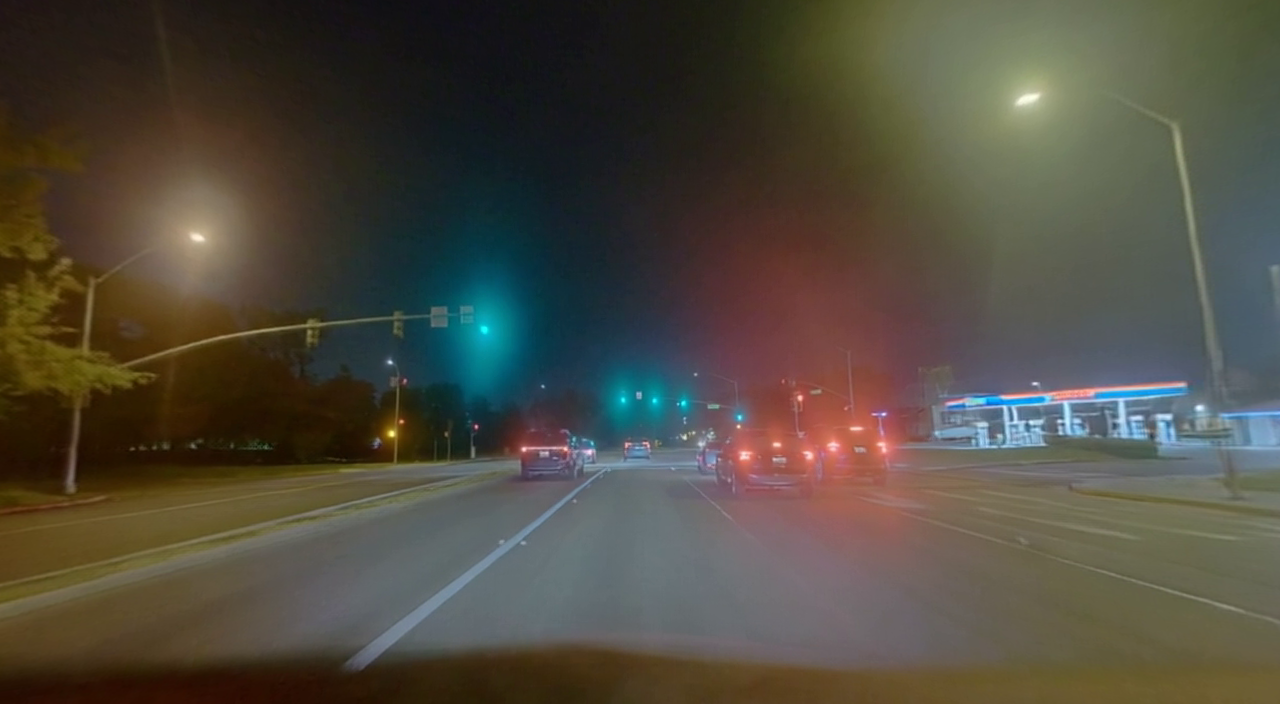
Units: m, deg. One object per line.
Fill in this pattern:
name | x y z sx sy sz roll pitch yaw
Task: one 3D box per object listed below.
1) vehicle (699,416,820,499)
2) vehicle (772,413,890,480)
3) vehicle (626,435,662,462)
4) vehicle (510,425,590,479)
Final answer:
vehicle | 2.851 2.674 16.290 2.140 1.800 4.660 0 -8 0
vehicle | 6.913 3.532 23.742 2.510 2.176 5.527 0 -8 -2
vehicle | 0.203 6.142 40.304 2.131 1.665 3.926 0 -8 -2
vehicle | -3.239 3.714 23.706 2.261 1.820 4.255 0 -8 2
